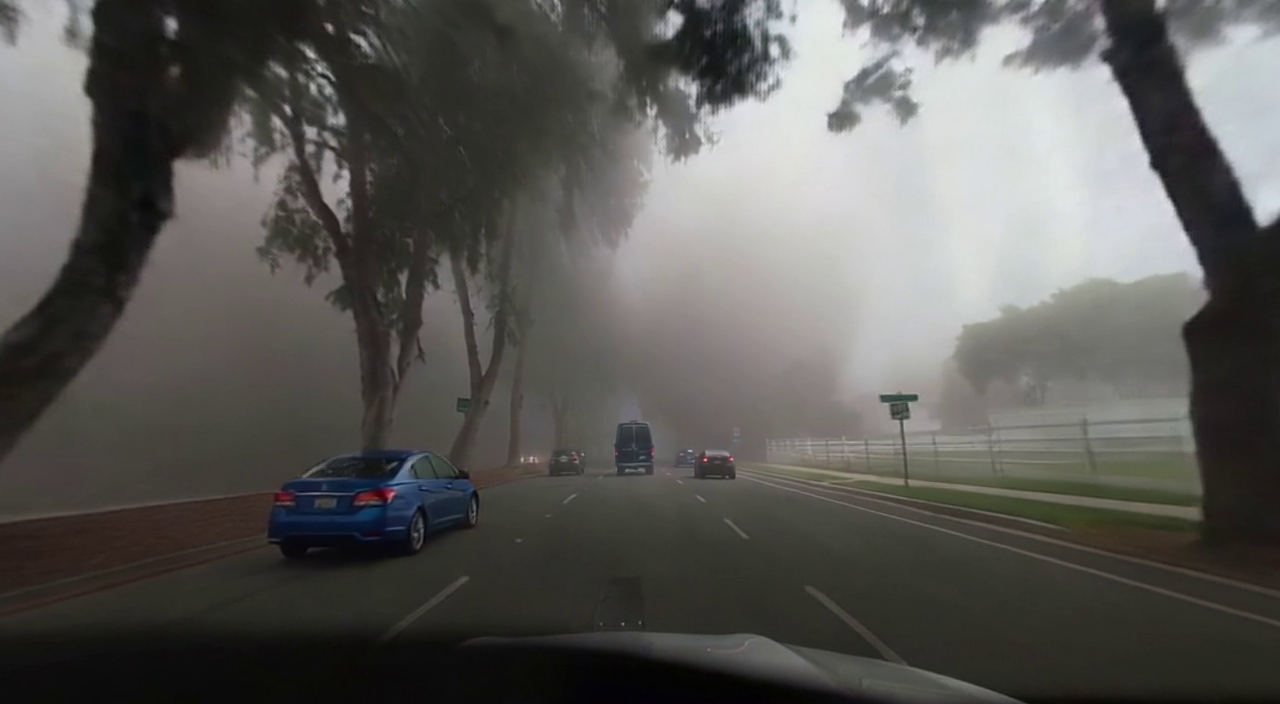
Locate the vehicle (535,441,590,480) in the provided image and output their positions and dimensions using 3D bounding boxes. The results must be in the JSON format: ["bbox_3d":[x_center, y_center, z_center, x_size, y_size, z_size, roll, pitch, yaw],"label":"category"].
[{"bbox_3d":[-3.628,5.149,30.031,2.021,1.715,4.329,0,-9,1],"label":"vehicle"}]

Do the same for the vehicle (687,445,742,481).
[{"bbox_3d":[3.300,5.017,28.633,1.945,1.469,4.258,0,-9,-1],"label":"vehicle"}]

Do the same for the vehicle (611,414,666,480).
[{"bbox_3d":[-0.148,4.436,29.357,2.311,2.726,5.814,0,-9,-2],"label":"vehicle"}]

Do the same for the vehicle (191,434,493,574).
[{"bbox_3d":[-3.729,1.983,9.064,2.036,1.474,4.647,0,-9,1],"label":"vehicle"}]
